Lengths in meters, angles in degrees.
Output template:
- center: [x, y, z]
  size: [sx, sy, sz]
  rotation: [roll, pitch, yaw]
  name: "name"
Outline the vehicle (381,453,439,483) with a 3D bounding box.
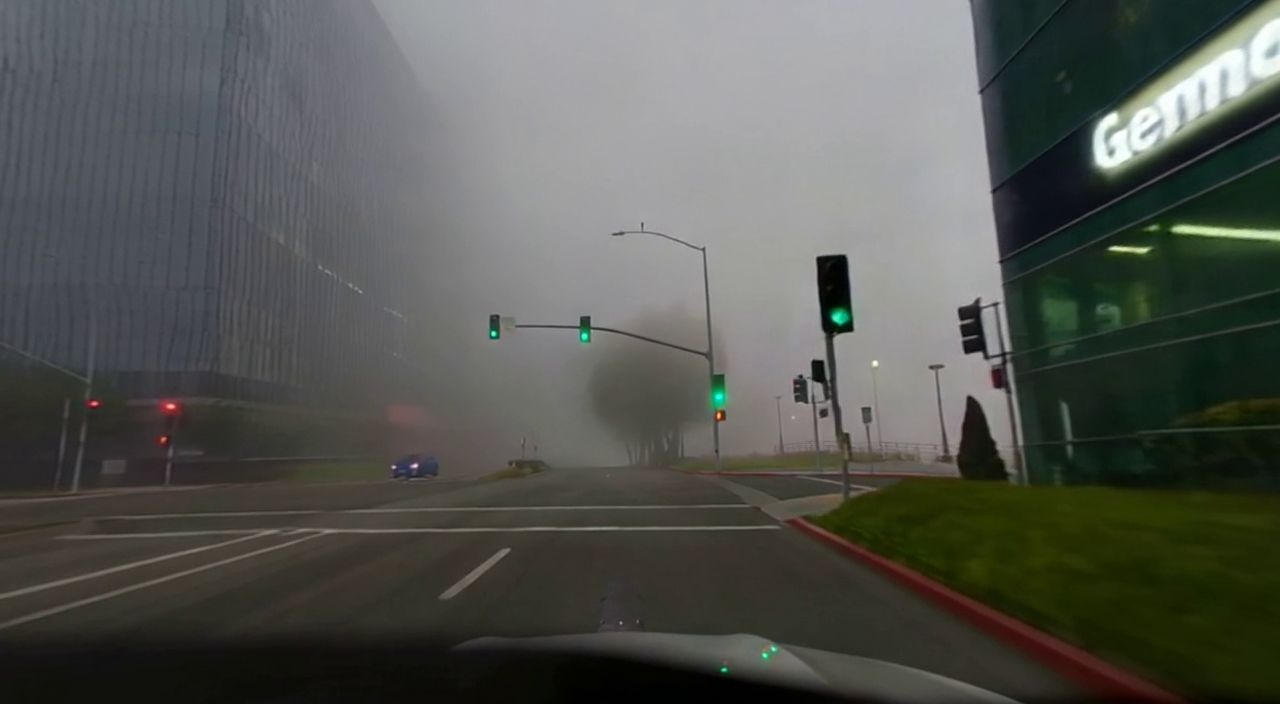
- center: [-12.866, 6.486, 35.551]
  size: [1.906, 1.502, 4.396]
  rotation: [1, -9, -5]
  name: "vehicle"
